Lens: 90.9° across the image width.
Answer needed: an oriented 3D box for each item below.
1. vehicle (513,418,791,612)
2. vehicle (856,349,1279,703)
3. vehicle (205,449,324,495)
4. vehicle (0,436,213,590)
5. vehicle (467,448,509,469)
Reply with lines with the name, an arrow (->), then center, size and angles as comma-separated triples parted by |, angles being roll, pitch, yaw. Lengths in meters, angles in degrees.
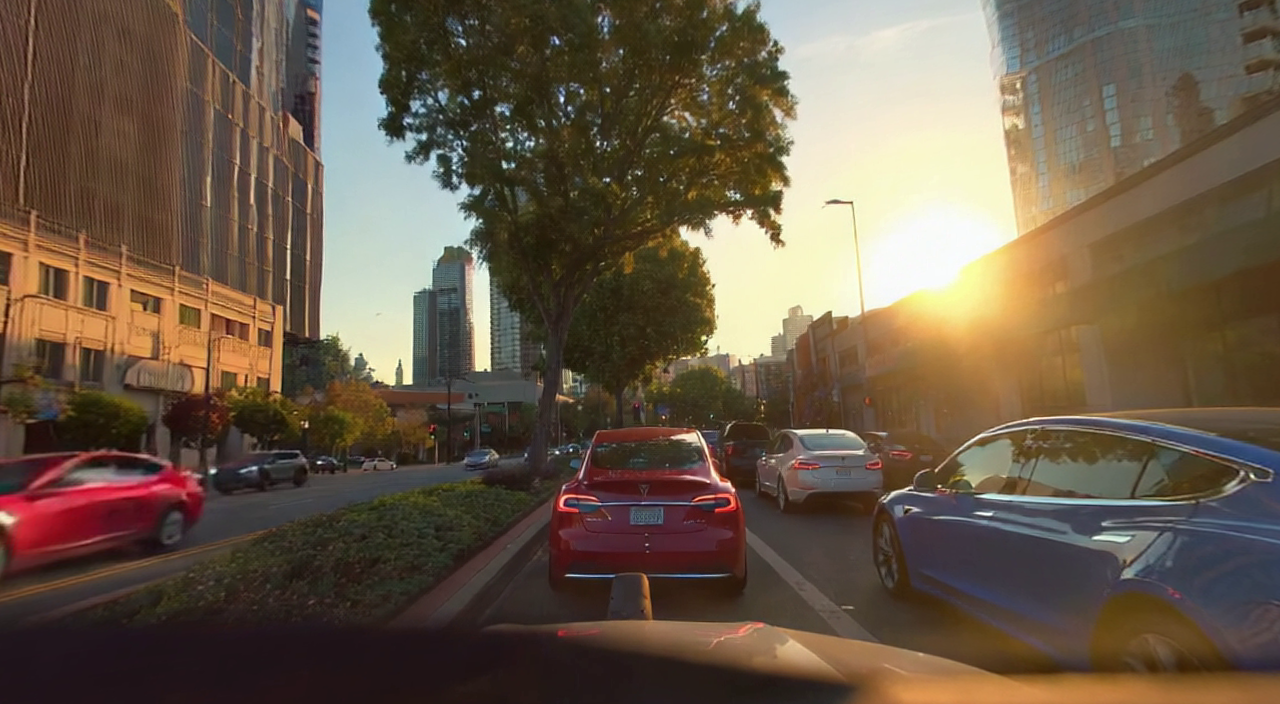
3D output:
vehicle -> 0.105, 1.556, 6.912 | 2.137, 1.488, 3.938 | 0, -8, 0
vehicle -> 3.187, 1.095, 4.001 | 2.038, 1.651, 4.455 | 0, -8, 0
vehicle -> -15.012, 4.779, 25.570 | 2.005, 1.630, 4.556 | 0, -8, 0
vehicle -> -7.969, 1.923, 8.018 | 1.999, 1.662, 4.291 | 0, -8, 1
vehicle -> -11.263, 7.896, 46.920 | 1.892, 1.479, 4.355 | -1, -8, 3
